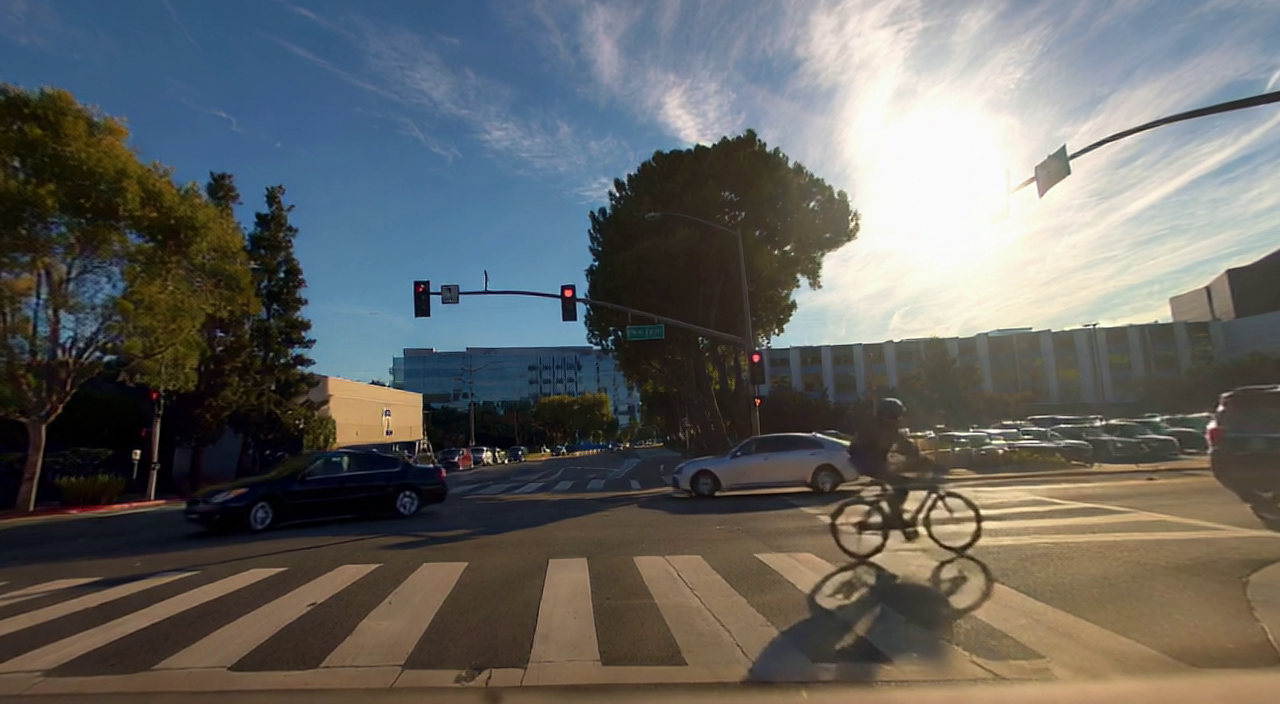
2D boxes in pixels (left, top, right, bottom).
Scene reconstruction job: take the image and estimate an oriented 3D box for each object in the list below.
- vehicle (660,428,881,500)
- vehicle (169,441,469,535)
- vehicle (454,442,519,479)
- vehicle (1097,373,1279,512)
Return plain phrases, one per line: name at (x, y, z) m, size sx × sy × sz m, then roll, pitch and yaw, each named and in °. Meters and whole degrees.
vehicle at (2.656, 2.425, 13.700) m, size 4.385 × 1.419 × 1.855 m, roll -1°, pitch -10°, yaw 3°
vehicle at (-5.692, 2.384, 11.649) m, size 4.533 × 1.419 × 1.755 m, roll 5°, pitch -10°, yaw -30°
vehicle at (-7.022, 4.992, 29.316) m, size 2.024 × 1.470 × 4.153 m, roll -3°, pitch -9°, yaw -1°
vehicle at (10.149, 1.252, 9.234) m, size 5.122 × 1.781 × 2.098 m, roll -2°, pitch -9°, yaw 3°
